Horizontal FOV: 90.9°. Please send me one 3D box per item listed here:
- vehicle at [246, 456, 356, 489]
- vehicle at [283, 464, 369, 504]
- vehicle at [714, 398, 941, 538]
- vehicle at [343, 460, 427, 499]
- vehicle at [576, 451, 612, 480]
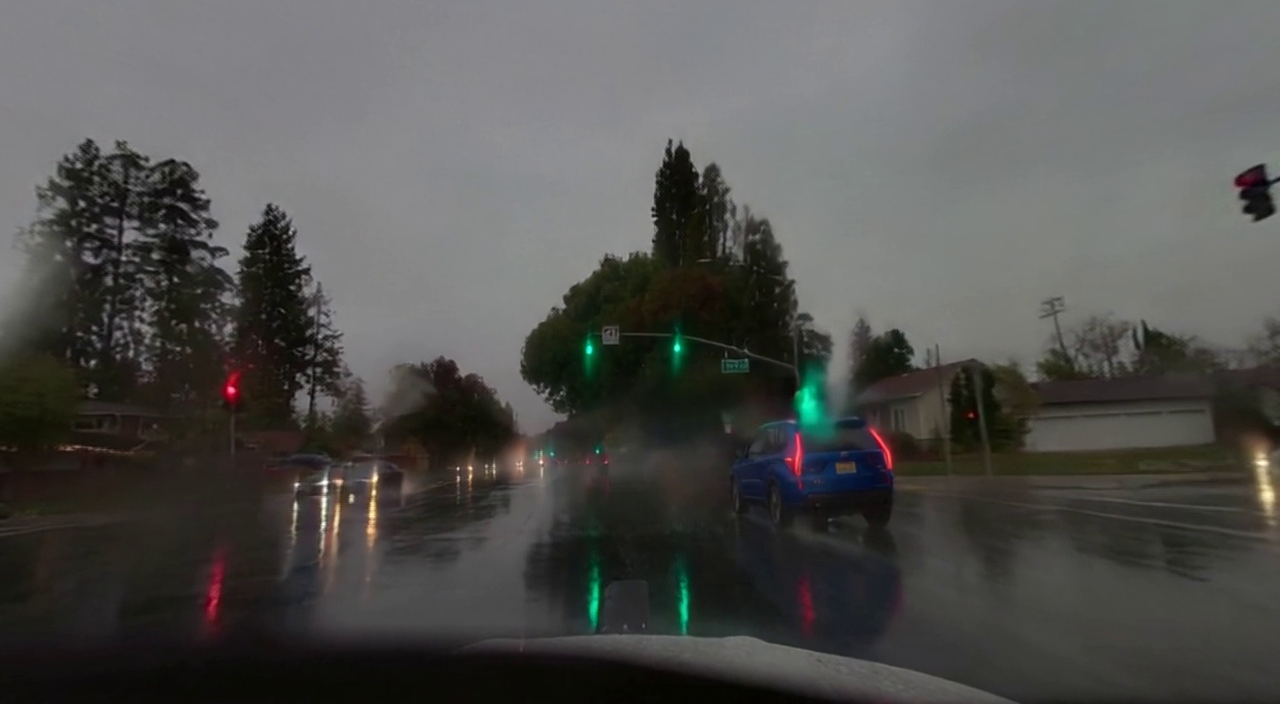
[{"bbox_3d":[-21.751,7.767,40.682,5.734,1.950,2.287,1,-9,-6],"label":"vehicle"},{"bbox_3d":[-14.788,6.217,30.015,1.955,1.509,4.640,-3,-9,-3],"label":"vehicle"},{"bbox_3d":[3.158,2.144,12.301,2.338,2.063,5.592,0,-9,-4],"label":"vehicle"},{"bbox_3d":[-11.197,5.607,28.049,2.035,1.475,4.639,0,-9,-4],"label":"vehicle"},{"bbox_3d":[-3.112,7.416,41.571,2.138,1.729,4.178,1,-9,-7],"label":"vehicle"}]
